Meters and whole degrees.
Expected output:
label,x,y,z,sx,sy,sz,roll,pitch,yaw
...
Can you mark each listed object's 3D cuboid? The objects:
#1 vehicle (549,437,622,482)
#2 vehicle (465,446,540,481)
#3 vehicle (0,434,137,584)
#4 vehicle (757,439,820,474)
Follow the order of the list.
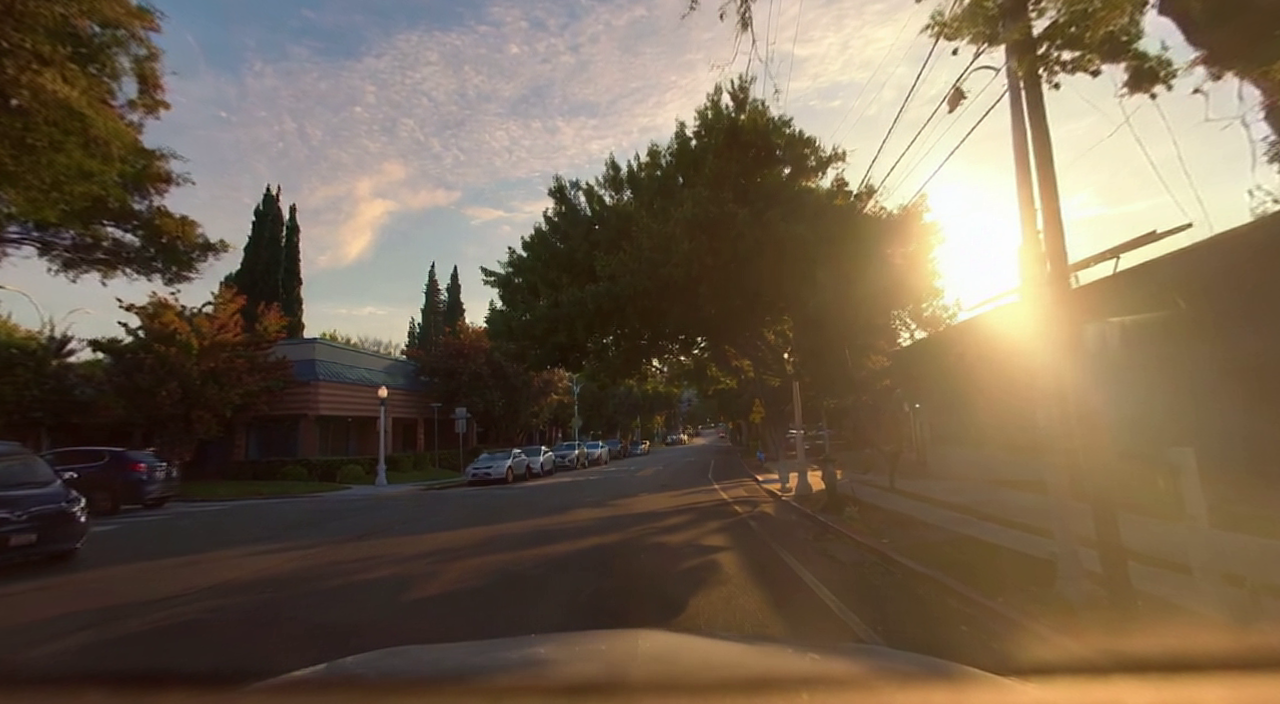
label,x,y,z,sx,sy,sz,roll,pitch,yaw
vehicle,-2.123,4.367,25.867,2.110,1.651,4.410,-1,-9,7
vehicle,-6.053,4.949,28.393,1.968,1.443,4.358,-1,-9,6
vehicle,-8.877,1.875,7.952,4.141,1.620,1.876,-3,-9,18
vehicle,6.709,4.755,28.992,1.918,1.461,4.419,0,-8,1
